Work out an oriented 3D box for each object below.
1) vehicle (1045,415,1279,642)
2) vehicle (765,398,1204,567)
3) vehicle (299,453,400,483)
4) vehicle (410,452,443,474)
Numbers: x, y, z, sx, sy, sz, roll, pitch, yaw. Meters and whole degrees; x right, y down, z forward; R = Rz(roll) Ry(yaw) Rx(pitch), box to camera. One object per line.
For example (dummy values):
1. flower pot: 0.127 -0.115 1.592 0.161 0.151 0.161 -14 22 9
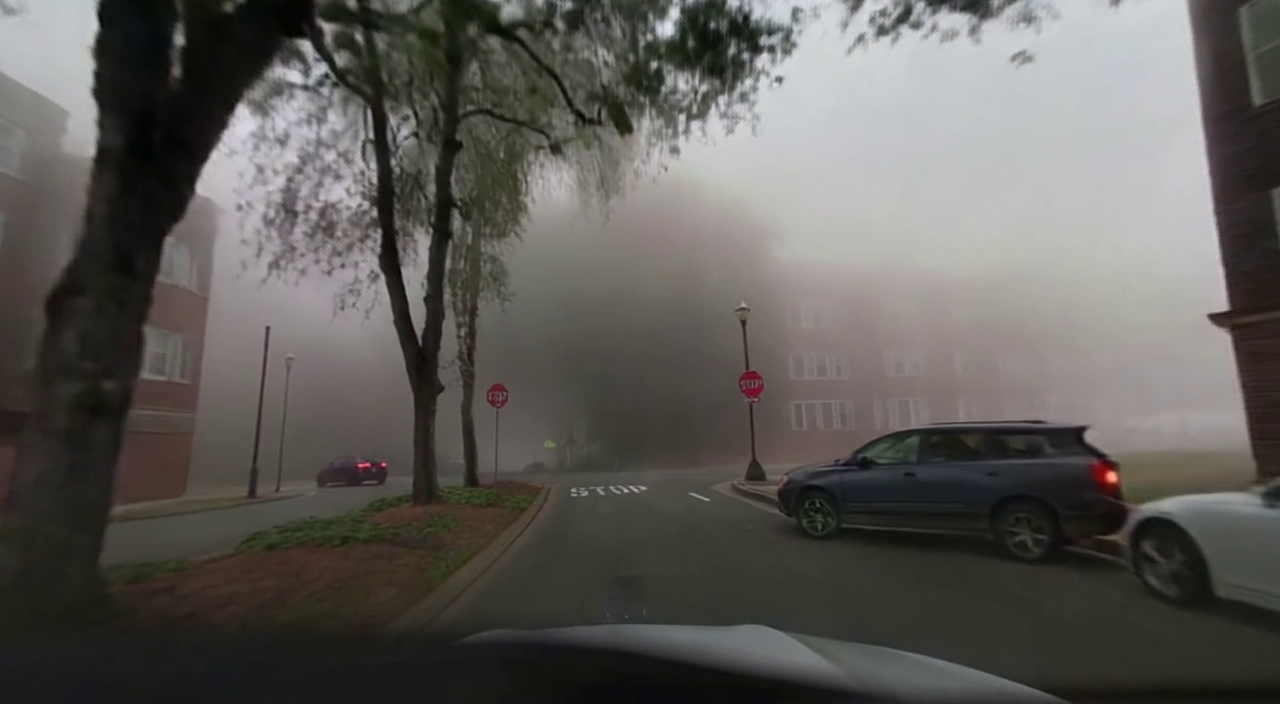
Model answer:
1. vehicle: 5.000 1.092 3.769 1.758 1.454 5.088 0 -8 0
2. vehicle: 4.023 1.639 8.472 2.065 1.529 4.709 1 -10 -26
3. vehicle: -16.073 6.407 34.995 4.654 1.503 1.951 0 -8 4
4. vehicle: -16.353 8.525 48.459 2.027 1.475 4.522 3 -8 -14
